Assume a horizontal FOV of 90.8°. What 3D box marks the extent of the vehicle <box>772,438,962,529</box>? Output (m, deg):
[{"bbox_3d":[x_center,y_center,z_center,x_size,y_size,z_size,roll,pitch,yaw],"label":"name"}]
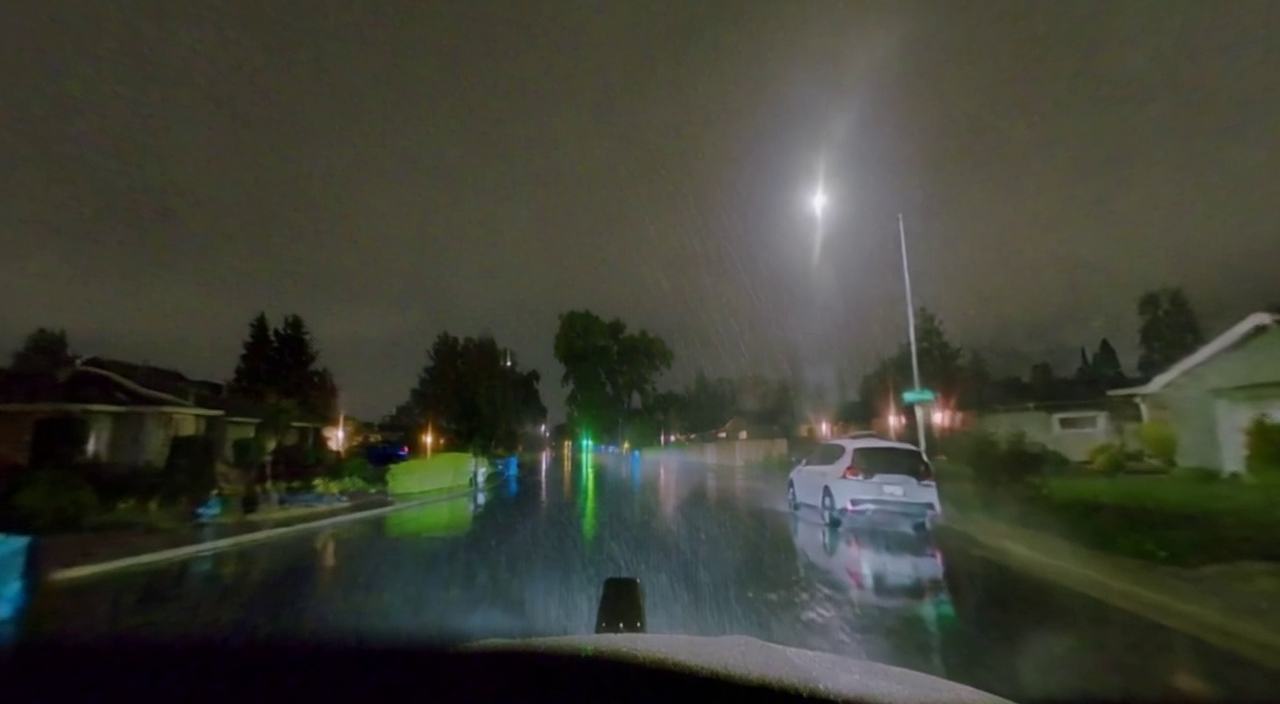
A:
[{"bbox_3d":[4.312,2.575,12.963,2.088,1.522,4.449,0,-9,-2],"label":"vehicle"}]
